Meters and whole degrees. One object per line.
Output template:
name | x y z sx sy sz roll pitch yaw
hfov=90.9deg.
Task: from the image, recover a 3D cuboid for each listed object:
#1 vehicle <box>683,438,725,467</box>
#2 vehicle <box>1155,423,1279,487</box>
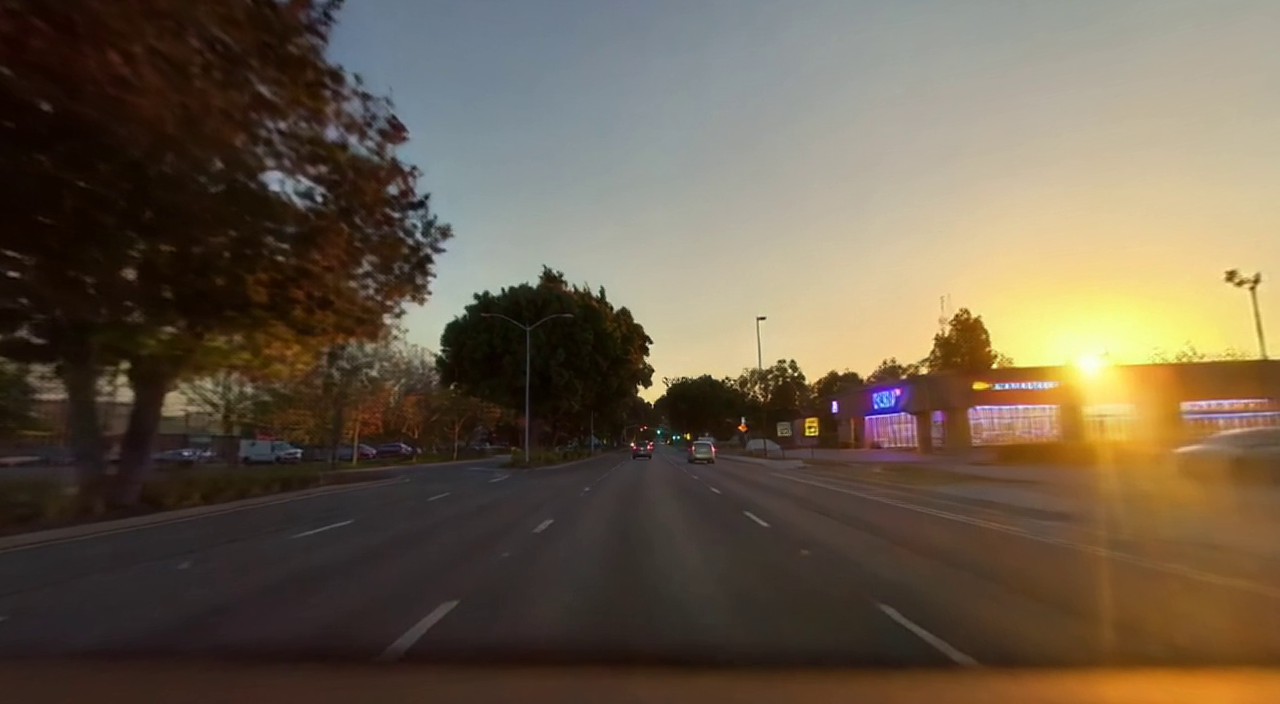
vehicle | 3.856 6.128 38.677 2.007 1.683 4.171 0 -8 -1
vehicle | 16.695 2.682 16.640 4.233 1.562 2.143 0 -8 2
